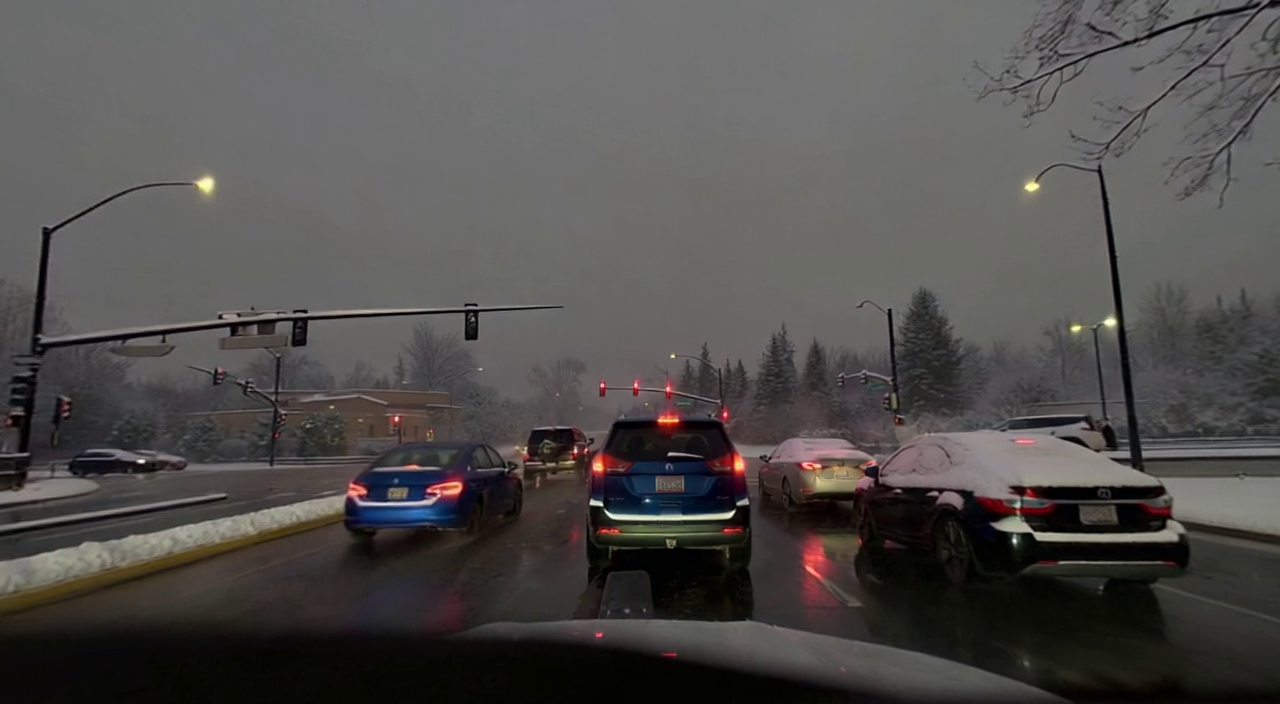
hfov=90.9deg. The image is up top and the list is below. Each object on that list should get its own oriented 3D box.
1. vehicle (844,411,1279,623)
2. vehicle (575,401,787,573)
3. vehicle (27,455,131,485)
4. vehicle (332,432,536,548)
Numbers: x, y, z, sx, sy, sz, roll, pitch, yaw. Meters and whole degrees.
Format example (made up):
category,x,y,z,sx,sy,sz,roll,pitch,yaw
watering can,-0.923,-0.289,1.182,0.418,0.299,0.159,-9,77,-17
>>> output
category,x,y,z,sx,sy,sz,roll,pitch,yaw
vehicle,3.916,1.551,6.861,1.954,1.592,3.992,0,-8,-2
vehicle,0.409,1.711,8.737,2.172,1.764,4.338,0,-8,0
vehicle,-32.910,6.913,37.040,4.395,1.636,1.926,-1,-8,6
vehicle,-3.036,2.117,10.401,1.876,1.497,4.308,0,-8,1
